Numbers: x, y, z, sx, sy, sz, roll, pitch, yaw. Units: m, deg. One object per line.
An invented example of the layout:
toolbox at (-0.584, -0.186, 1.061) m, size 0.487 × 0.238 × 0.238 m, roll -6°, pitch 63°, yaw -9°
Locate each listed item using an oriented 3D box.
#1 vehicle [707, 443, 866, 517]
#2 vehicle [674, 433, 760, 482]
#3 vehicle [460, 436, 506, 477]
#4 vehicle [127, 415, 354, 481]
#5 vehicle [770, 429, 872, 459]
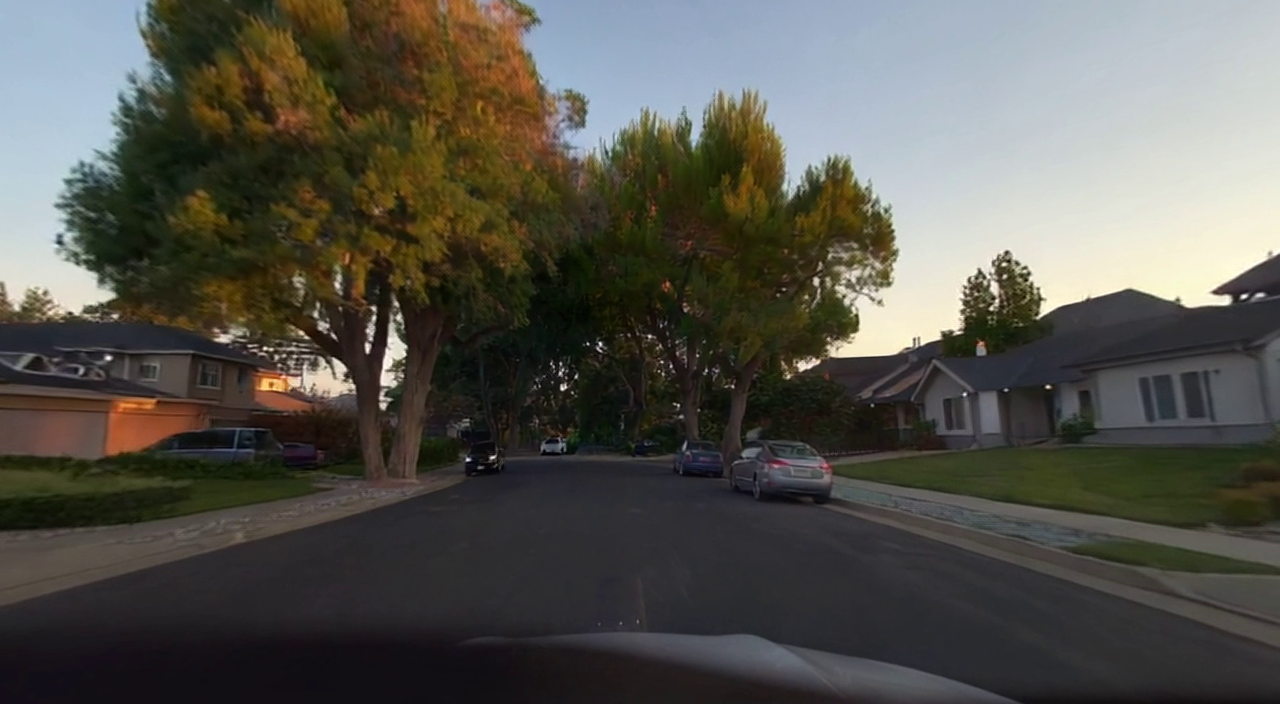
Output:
vehicle at (3.239, 2.932, 15.195) m, size 1.984 × 1.437 × 4.726 m, roll 1°, pitch -8°, yaw -10°
vehicle at (2.876, 4.075, 24.873) m, size 1.993 × 1.720 × 4.583 m, roll 2°, pitch -8°, yaw -11°
vehicle at (-7.837, 5.121, 31.263) m, size 1.976 × 1.855 × 4.299 m, roll 3°, pitch -8°, yaw -16°
vehicle at (-13.371, 3.268, 21.726) m, size 6.197 × 1.824 × 2.113 m, roll 0°, pitch -9°, yaw -18°
vehicle at (9.594, 4.875, 33.547) m, size 4.940 × 1.477 × 2.015 m, roll 3°, pitch -9°, yaw -21°
